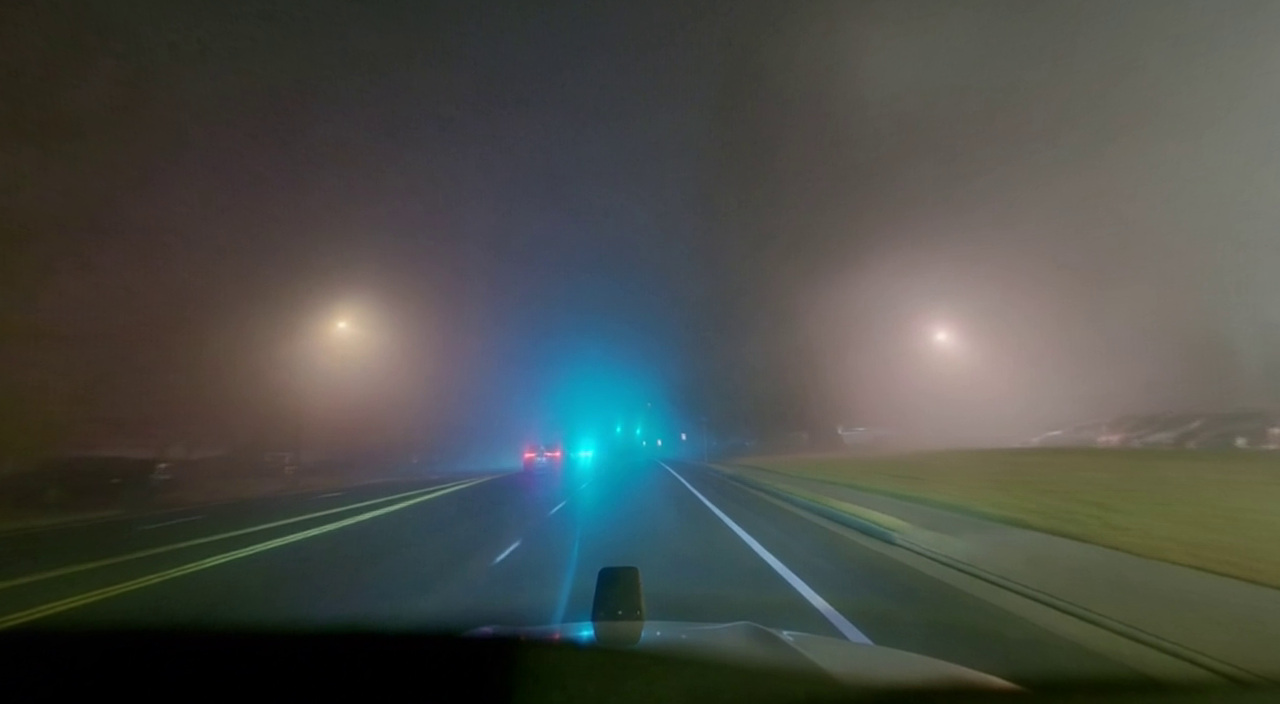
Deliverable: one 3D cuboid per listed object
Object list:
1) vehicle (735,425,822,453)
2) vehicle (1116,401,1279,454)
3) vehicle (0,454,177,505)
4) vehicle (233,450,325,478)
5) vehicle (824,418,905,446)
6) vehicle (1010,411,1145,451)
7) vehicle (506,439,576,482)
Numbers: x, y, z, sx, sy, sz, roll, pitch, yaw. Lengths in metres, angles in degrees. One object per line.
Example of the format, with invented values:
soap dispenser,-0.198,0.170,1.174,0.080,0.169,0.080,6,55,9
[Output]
vehicle,10.458,6.613,48.094,6.098,2.021,2.524,0,-8,1
vehicle,17.178,2.353,19.165,1.784,1.411,4.402,0,-8,-5
vehicle,-20.818,4.784,23.875,4.866,1.749,2.158,0,-8,1
vehicle,-24.309,7.560,42.711,4.922,1.766,1.998,0,-8,-4
vehicle,15.714,5.679,44.451,4.858,1.831,2.101,1,-9,-2
vehicle,19.997,3.644,29.010,4.605,1.480,1.994,-4,-7,1
vehicle,-3.718,4.165,24.557,2.030,1.467,4.251,0,-8,0
